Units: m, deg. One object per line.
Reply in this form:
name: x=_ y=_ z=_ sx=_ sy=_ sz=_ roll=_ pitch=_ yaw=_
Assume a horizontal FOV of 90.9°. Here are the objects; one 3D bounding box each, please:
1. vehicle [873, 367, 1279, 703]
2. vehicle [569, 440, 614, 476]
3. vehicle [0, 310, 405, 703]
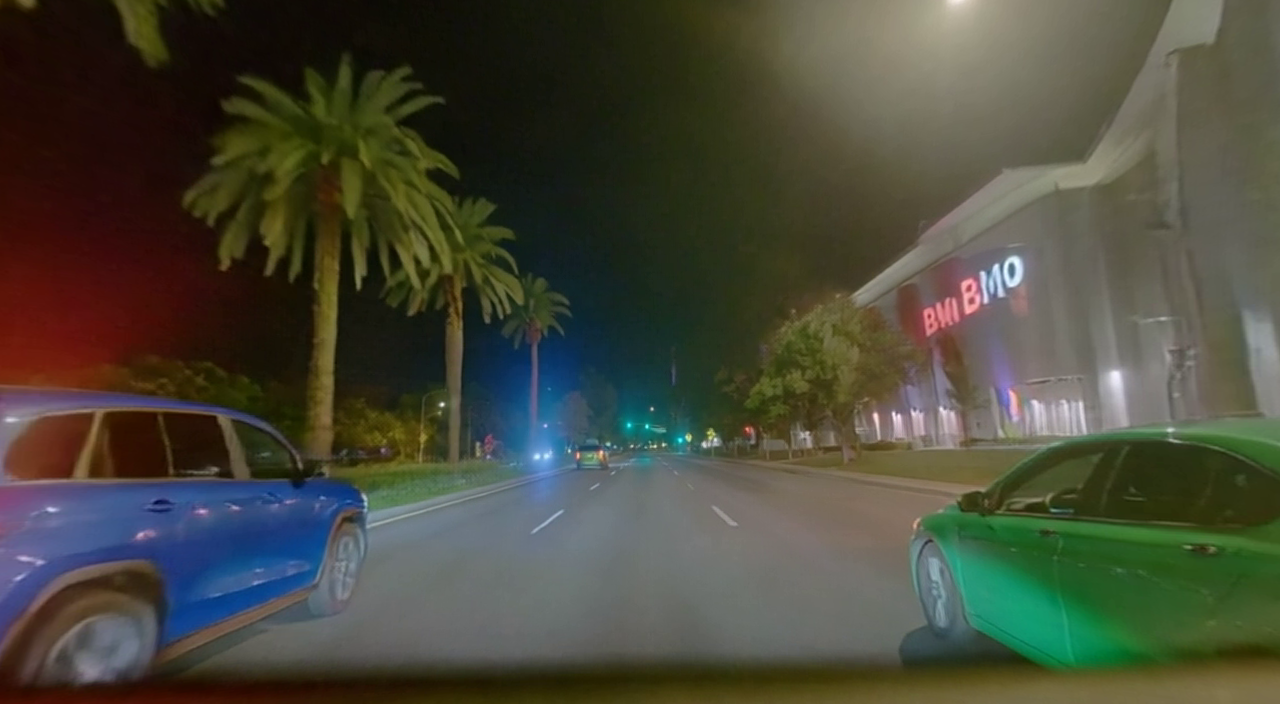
vehicle: x=2.848 y=0.973 z=2.962 sx=1.946 sy=1.513 sz=4.133 roll=0 pitch=-8 yaw=1
vehicle: x=-2.480 y=5.573 z=33.282 sx=1.998 sy=1.743 sz=4.402 roll=0 pitch=-8 yaw=1
vehicle: x=-3.241 y=0.985 z=3.632 sx=2.058 sy=1.804 sz=4.391 roll=0 pitch=-8 yaw=0
